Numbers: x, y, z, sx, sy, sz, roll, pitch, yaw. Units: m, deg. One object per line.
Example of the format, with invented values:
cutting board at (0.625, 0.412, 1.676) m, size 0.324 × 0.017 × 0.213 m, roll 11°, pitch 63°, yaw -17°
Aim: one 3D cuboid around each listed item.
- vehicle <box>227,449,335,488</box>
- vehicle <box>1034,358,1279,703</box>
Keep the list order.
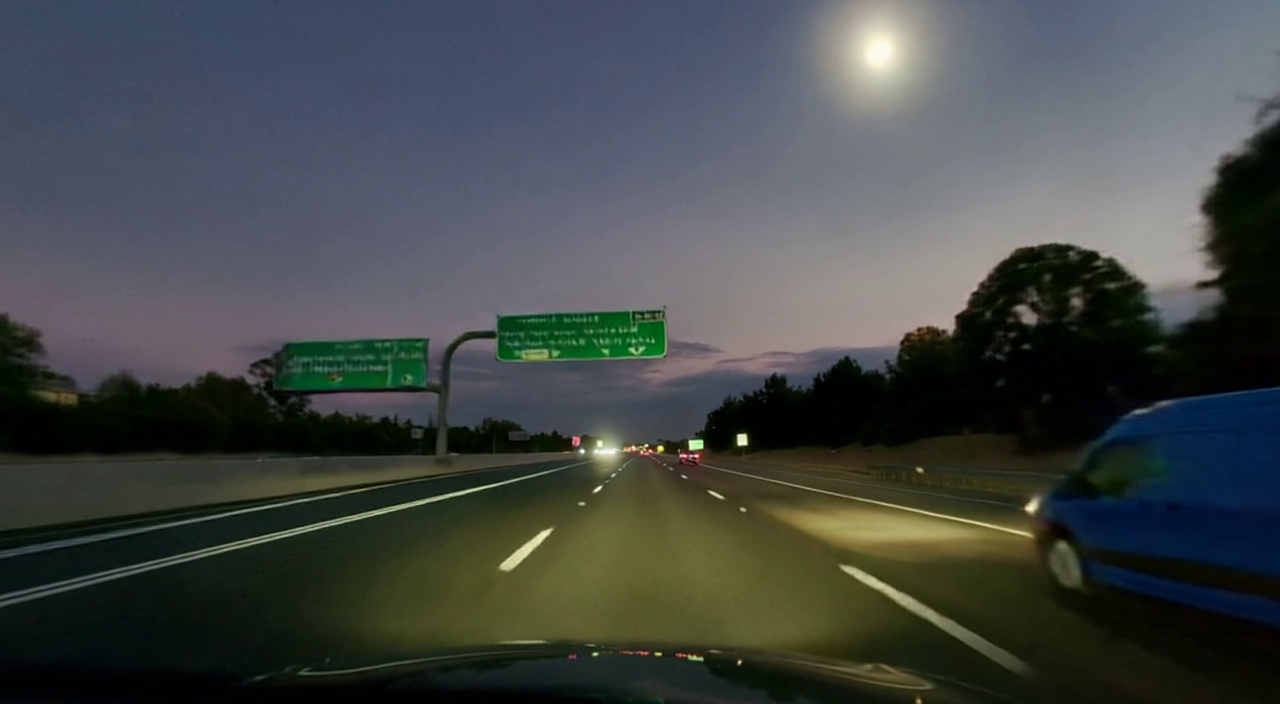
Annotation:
vehicle at (-15.302, 4.978, 27.225) m, size 1.903 × 1.486 × 4.666 m, roll 0°, pitch -9°, yaw 1°
vehicle at (4.351, 0.892, 3.008) m, size 1.971 × 1.795 × 4.389 m, roll 0°, pitch -9°, yaw -2°
